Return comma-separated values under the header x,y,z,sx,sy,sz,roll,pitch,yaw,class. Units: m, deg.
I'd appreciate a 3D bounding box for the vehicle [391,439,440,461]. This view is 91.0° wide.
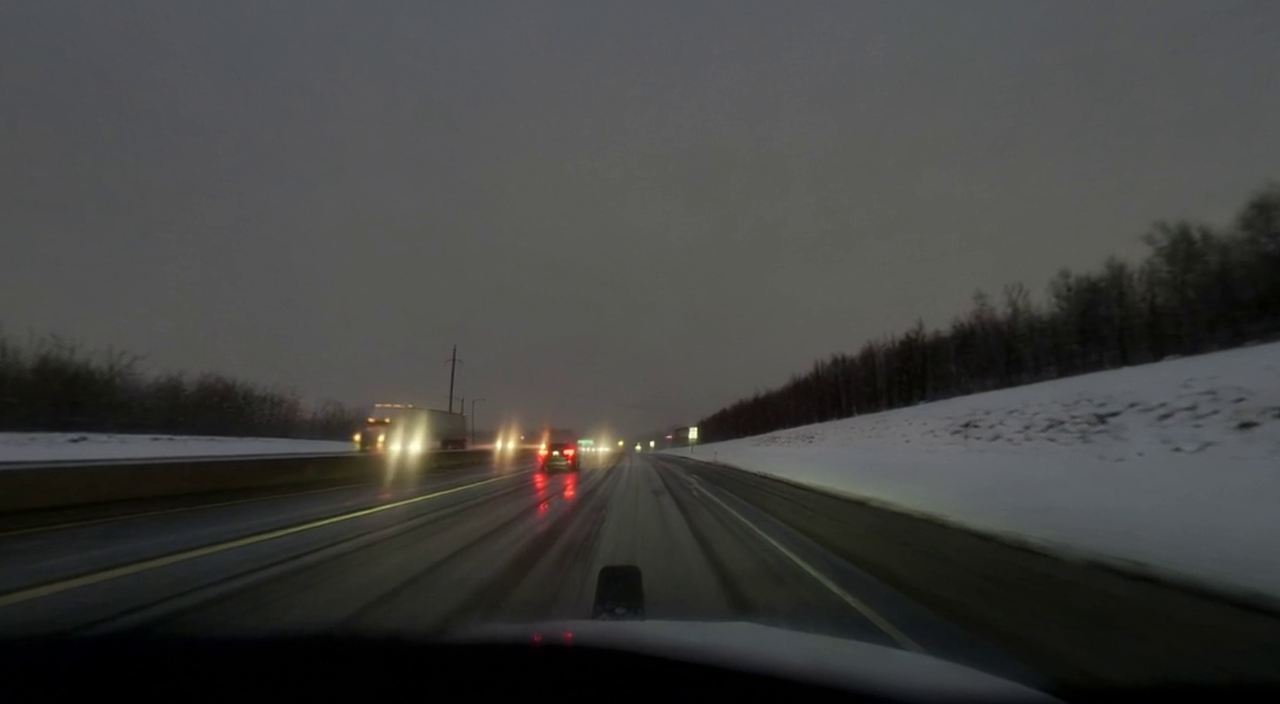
x,y,z,sx,sy,sz,roll,pitch,yaw,class
-17.154,7.517,48.264,2.064,1.556,4.548,1,-9,0,vehicle

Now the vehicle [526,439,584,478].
x,y,z,sx,sy,sz,roll,pitch,yaw,class
-3.894,4.970,29.644,2.133,1.683,4.340,1,-9,0,vehicle
